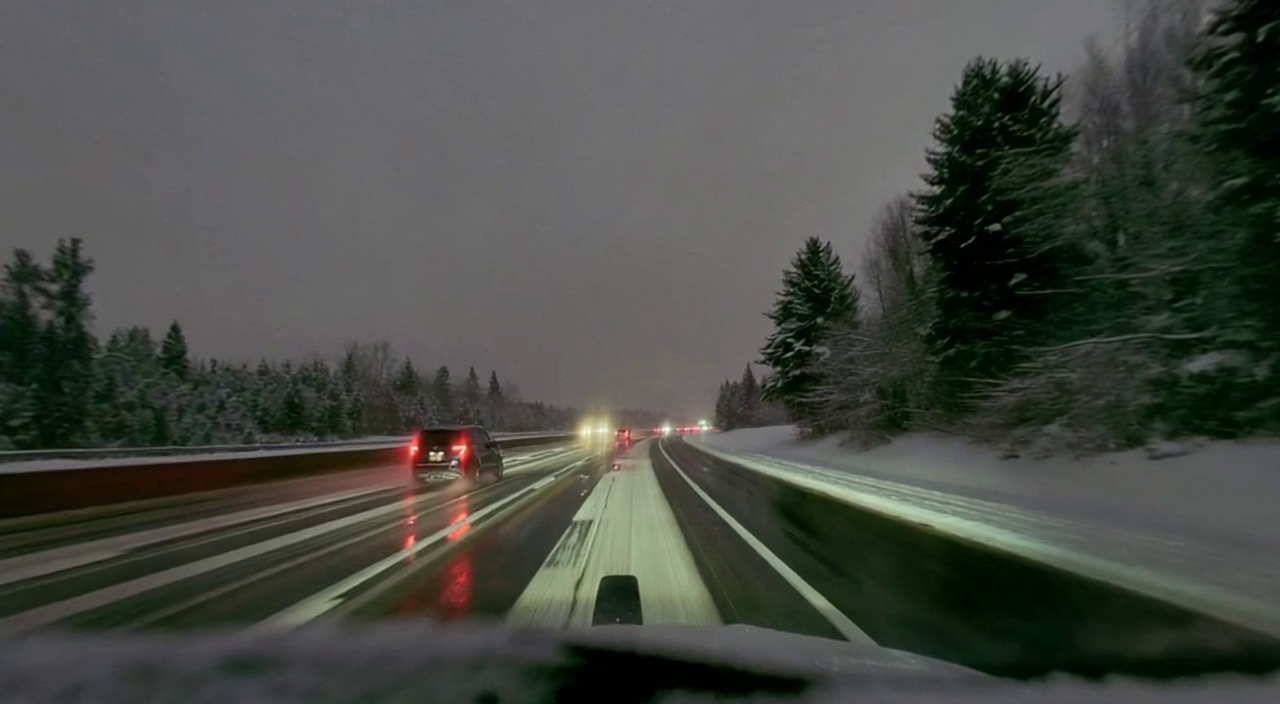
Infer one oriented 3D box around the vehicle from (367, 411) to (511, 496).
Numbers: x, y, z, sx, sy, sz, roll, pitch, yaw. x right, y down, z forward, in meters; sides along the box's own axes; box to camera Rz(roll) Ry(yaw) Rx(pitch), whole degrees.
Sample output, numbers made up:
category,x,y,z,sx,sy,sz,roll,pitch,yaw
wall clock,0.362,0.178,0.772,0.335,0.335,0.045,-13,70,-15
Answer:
category,x,y,z,sx,sy,sz,roll,pitch,yaw
vehicle,-4.570,2.384,15.114,1.980,1.721,4.419,0,-8,0
